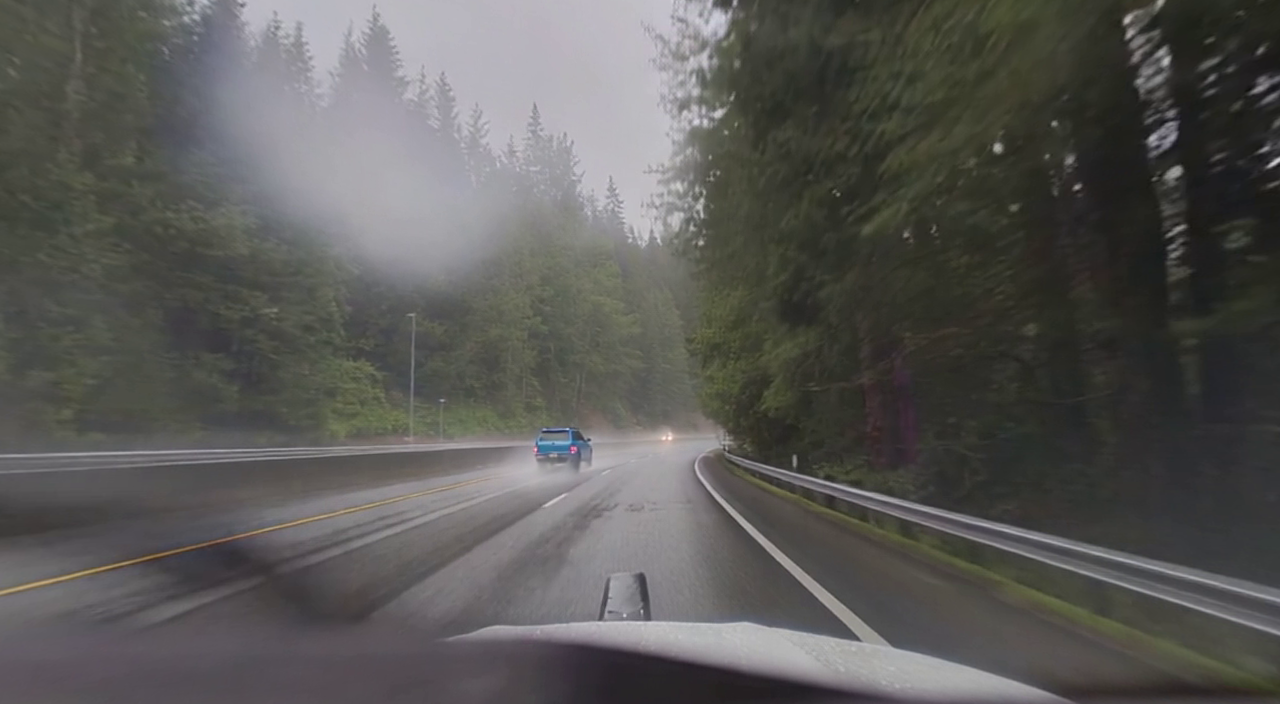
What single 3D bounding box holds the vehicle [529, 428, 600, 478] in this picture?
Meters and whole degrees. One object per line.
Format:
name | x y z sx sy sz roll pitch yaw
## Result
vehicle | -2.848 3.936 24.897 2.005 1.752 4.479 -1 -8 4
